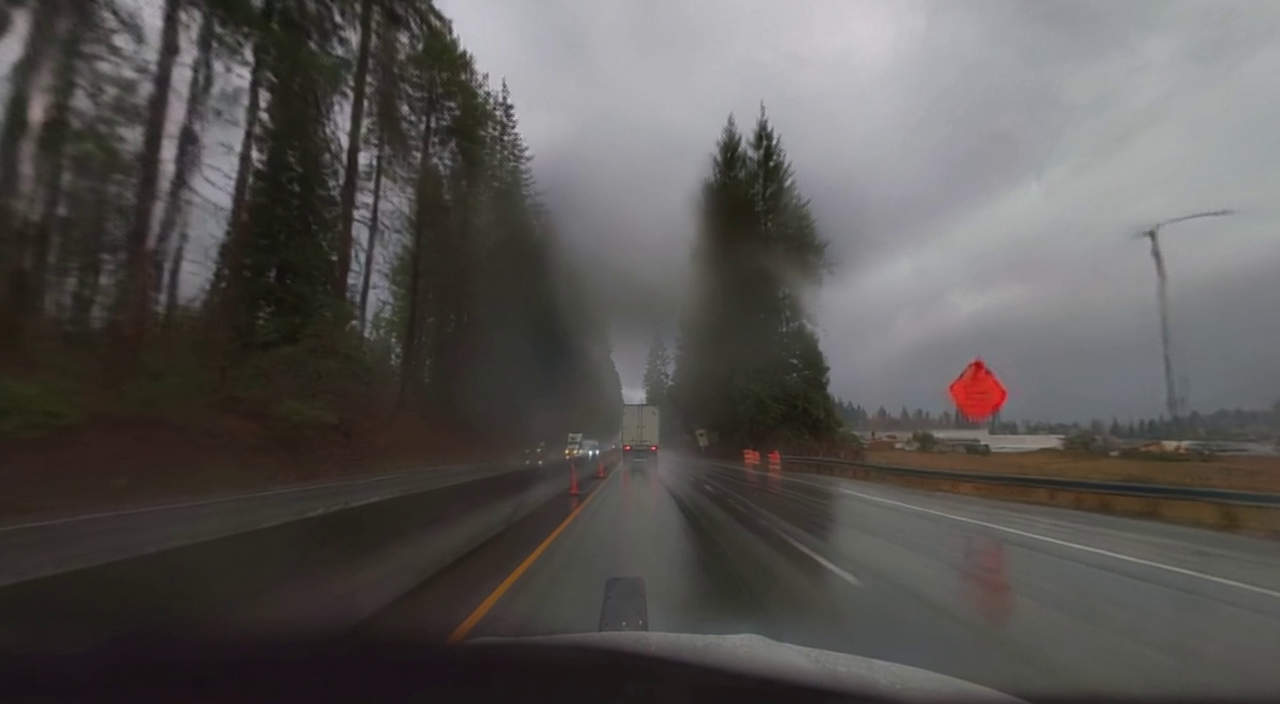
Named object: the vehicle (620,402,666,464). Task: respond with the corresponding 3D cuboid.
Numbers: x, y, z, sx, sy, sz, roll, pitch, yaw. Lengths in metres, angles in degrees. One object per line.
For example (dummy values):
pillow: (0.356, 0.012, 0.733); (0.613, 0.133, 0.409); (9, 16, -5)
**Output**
vehicle: (0.035, 6.092, 46.809); (2.935, 4.068, 11.036); (0, -8, -2)
